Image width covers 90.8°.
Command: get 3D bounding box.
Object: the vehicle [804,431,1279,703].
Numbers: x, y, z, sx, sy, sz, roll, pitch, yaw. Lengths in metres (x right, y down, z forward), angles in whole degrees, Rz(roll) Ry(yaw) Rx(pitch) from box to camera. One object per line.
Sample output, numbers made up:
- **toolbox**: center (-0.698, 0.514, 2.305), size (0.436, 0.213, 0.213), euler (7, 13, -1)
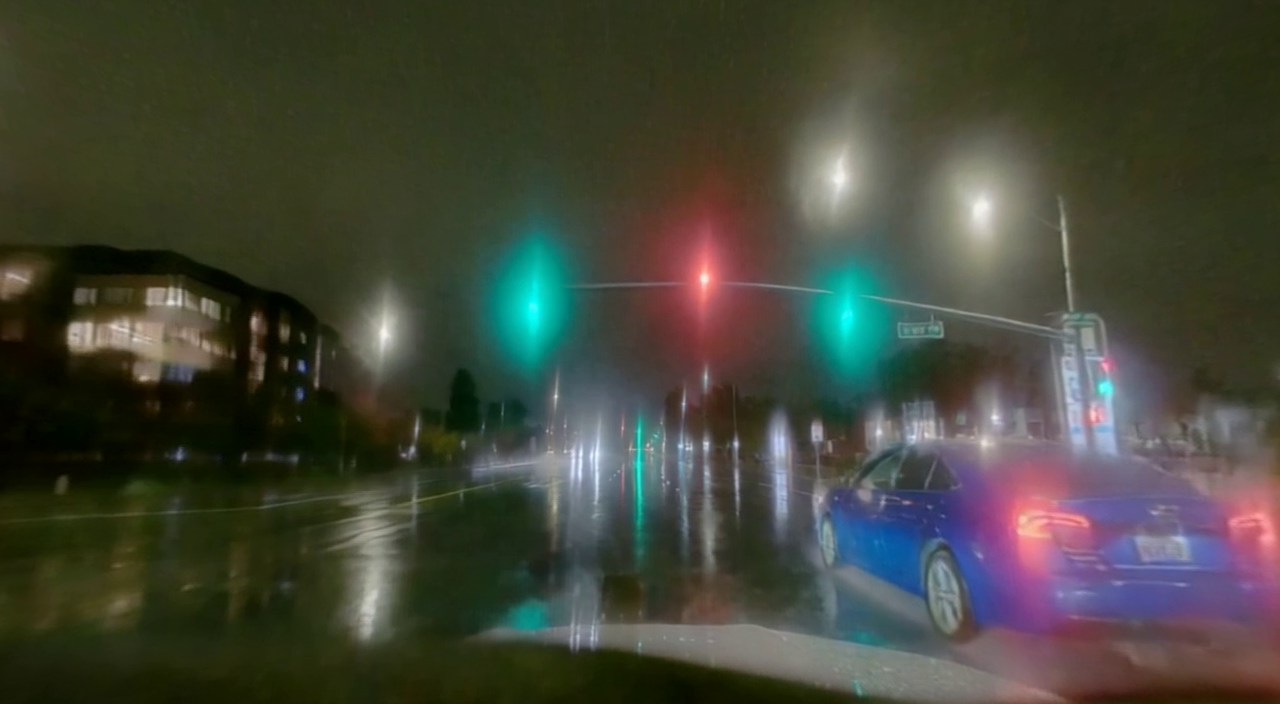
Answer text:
- **vehicle**: center (3.124, 1.492, 5.626), size (2.015, 1.455, 4.615), euler (0, -9, -1)
